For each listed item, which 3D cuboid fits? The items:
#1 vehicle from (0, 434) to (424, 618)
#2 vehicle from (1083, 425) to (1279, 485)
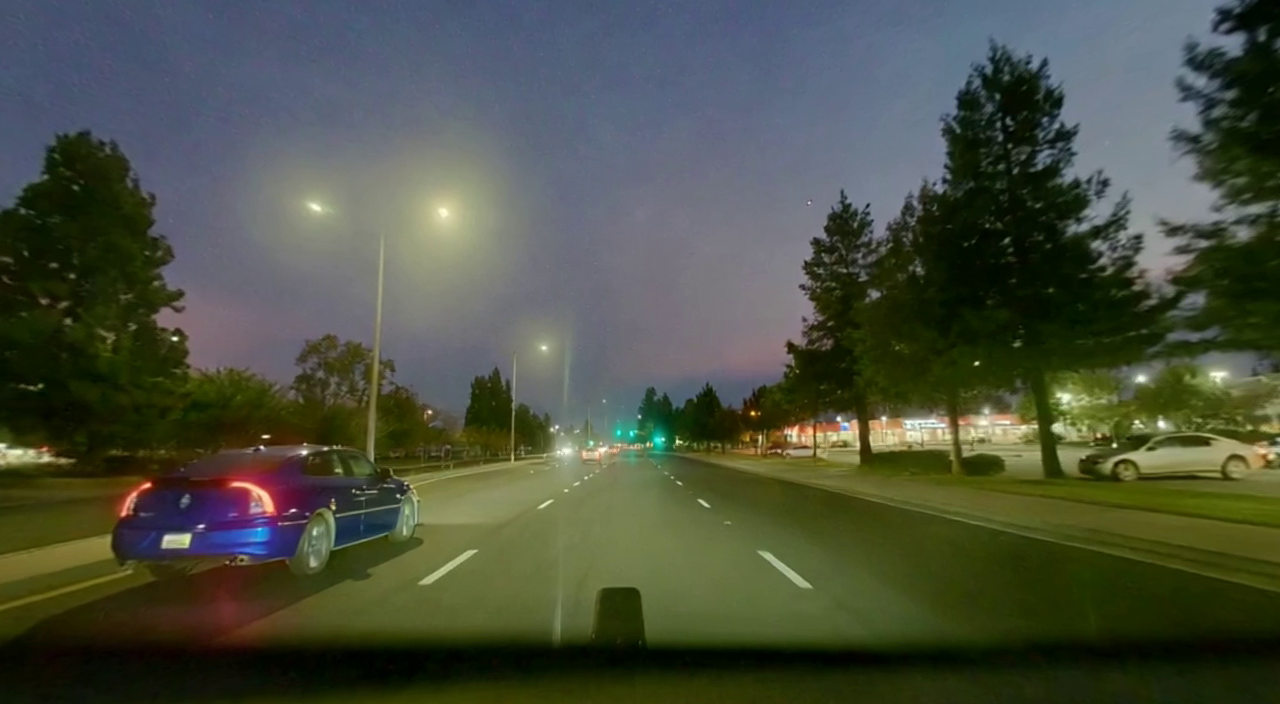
[{"bbox_3d":[-4.284,1.738,7.377,2.003,1.454,4.484,0,-9,-1],"label":"vehicle"},{"bbox_3d":[16.461,3.094,19.051,4.503,1.668,2.185,0,-9,-1],"label":"vehicle"}]
